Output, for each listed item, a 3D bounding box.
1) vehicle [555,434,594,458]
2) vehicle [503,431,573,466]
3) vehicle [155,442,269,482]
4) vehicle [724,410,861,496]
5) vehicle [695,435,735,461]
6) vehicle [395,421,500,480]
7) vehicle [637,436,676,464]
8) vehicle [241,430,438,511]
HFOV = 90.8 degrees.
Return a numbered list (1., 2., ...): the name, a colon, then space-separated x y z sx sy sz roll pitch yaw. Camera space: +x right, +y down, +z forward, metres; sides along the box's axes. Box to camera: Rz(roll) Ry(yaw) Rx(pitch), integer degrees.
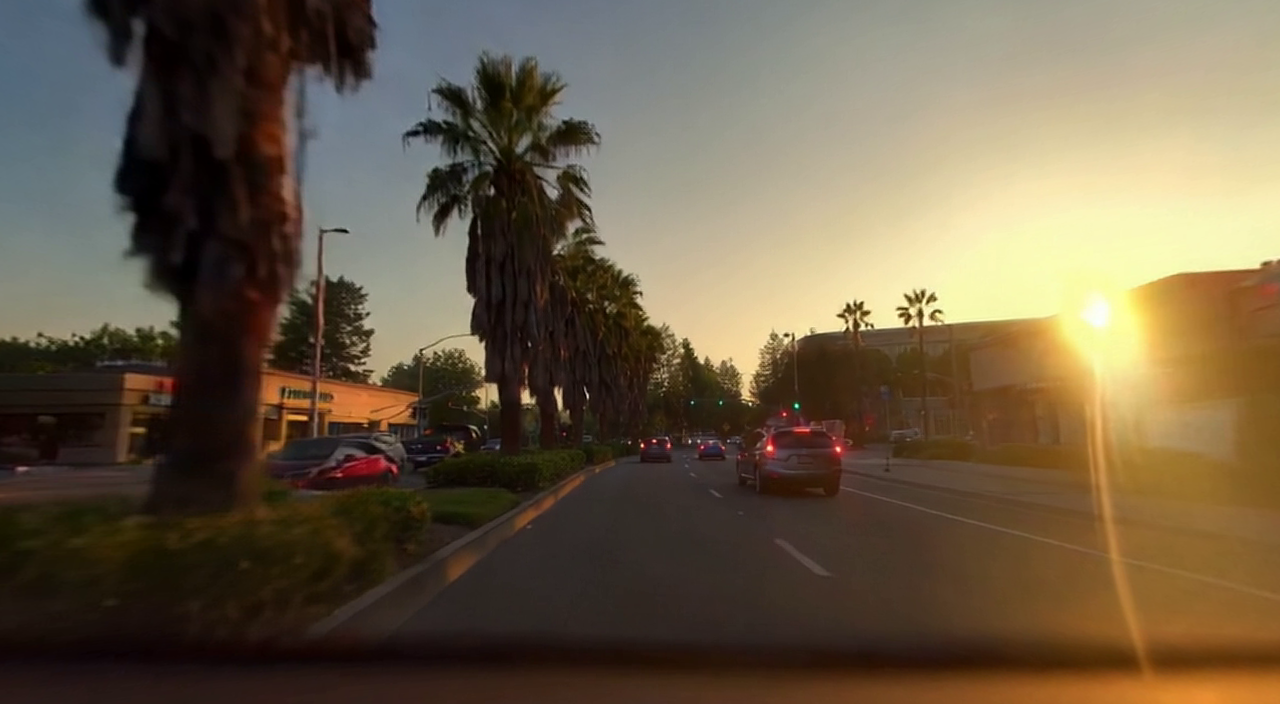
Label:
1. vehicle: -4.793 6.997 46.907 2.041 1.660 4.371 -1 -8 6
2. vehicle: -5.390 5.200 34.163 2.088 1.746 4.650 -2 -9 13
3. vehicle: -20.095 5.159 29.958 1.978 1.693 4.463 -1 -8 5
4. vehicle: 3.798 2.653 16.911 2.267 1.931 5.145 0 -8 -1
5. vehicle: 4.614 5.949 39.316 2.149 1.532 4.168 -1 -8 2
6. vehicle: -6.774 3.536 22.865 2.127 1.888 4.637 -1 -8 2
7. vehicle: 0.991 5.478 35.468 2.057 1.492 3.825 -1 -8 4
8. vehicle: -6.385 2.564 14.257 1.935 1.483 4.973 0 -8 1
